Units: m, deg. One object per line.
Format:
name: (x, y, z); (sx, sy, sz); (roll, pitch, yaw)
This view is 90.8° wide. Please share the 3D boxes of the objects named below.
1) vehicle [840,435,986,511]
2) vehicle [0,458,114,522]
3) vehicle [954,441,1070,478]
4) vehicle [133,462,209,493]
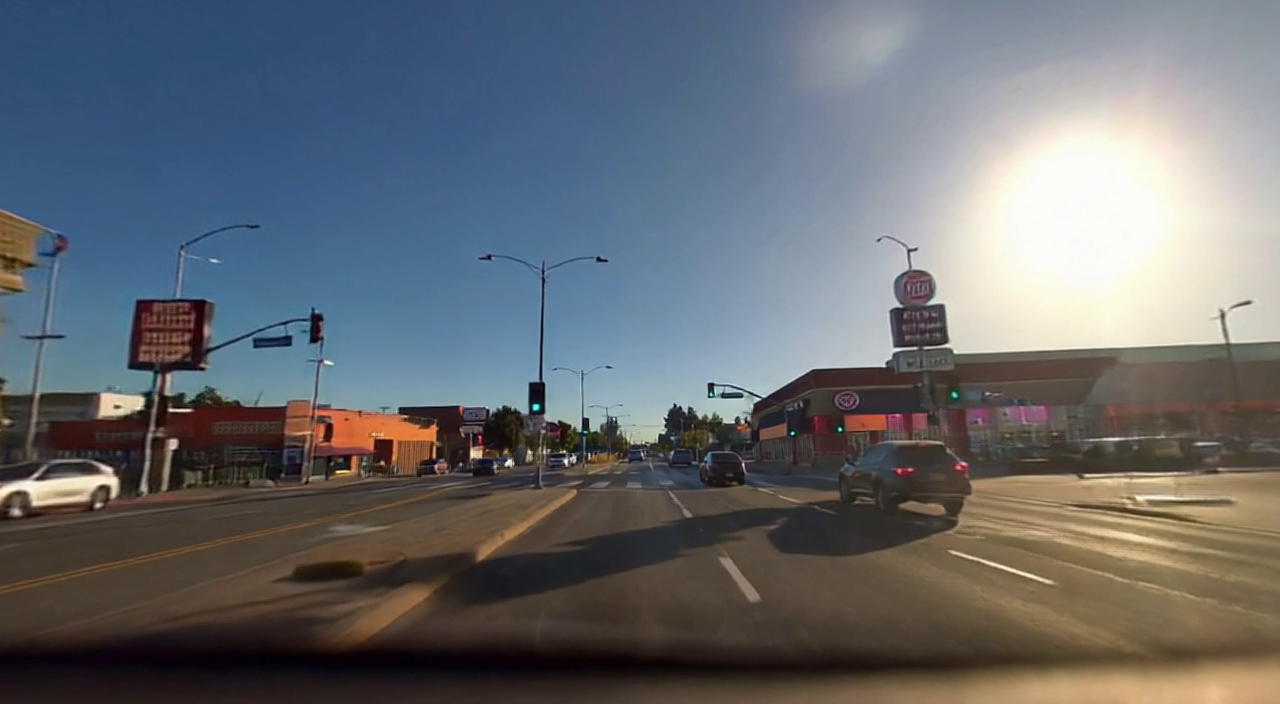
vehicle: (6.852, 3.058, 16.497); (1.974, 1.679, 4.611); (-1, -9, 3)
vehicle: (-18.194, 3.946, 18.368); (1.882, 1.645, 4.511); (0, -8, -1)
vehicle: (19.169, 5.525, 32.680); (4.680, 1.792, 1.994); (0, -8, -1)
vehicle: (-26.342, 7.068, 35.526); (2.803, 1.565, 1.715); (-2, -13, -1)
